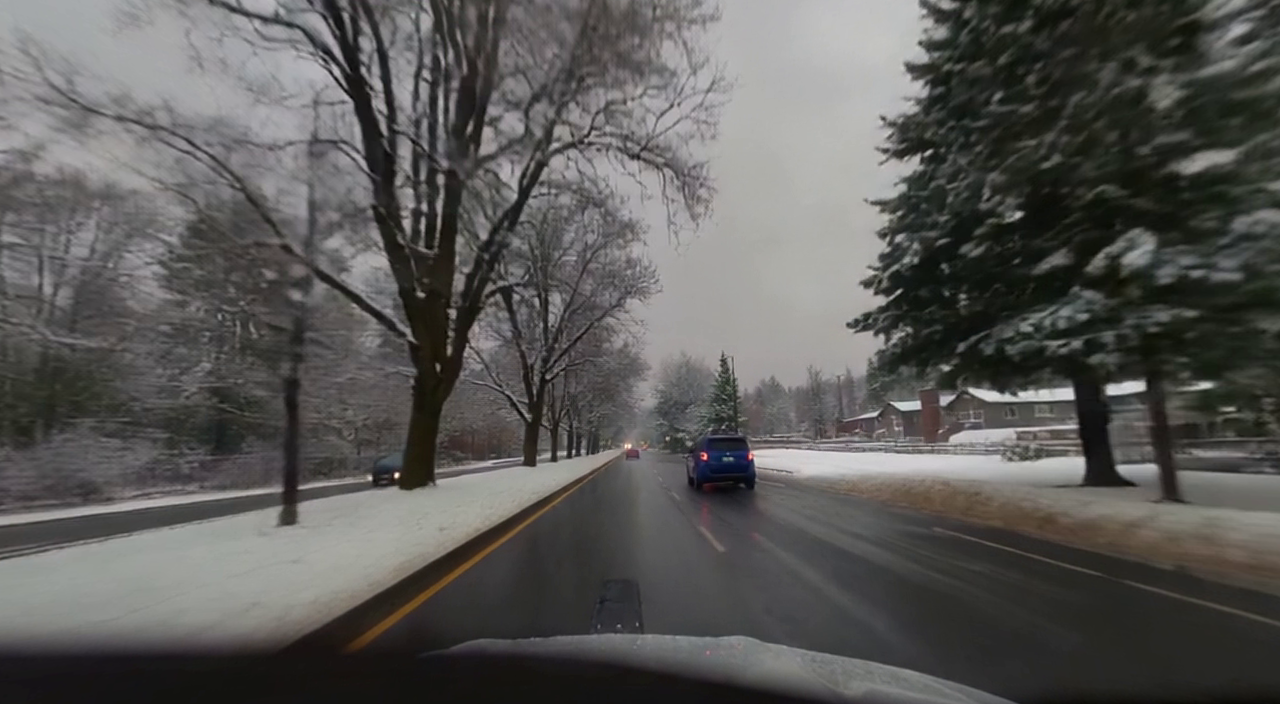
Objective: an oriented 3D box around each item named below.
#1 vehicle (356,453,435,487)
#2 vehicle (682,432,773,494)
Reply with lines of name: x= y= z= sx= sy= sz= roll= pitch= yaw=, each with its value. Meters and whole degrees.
vehicle: x=-11.771 y=5.690 z=30.813 sx=1.968 sy=1.476 sz=4.631 roll=0 pitch=-9 yaw=1
vehicle: x=2.621 y=3.462 z=20.020 sx=2.164 sy=1.725 sz=4.285 roll=0 pitch=-9 yaw=-1
